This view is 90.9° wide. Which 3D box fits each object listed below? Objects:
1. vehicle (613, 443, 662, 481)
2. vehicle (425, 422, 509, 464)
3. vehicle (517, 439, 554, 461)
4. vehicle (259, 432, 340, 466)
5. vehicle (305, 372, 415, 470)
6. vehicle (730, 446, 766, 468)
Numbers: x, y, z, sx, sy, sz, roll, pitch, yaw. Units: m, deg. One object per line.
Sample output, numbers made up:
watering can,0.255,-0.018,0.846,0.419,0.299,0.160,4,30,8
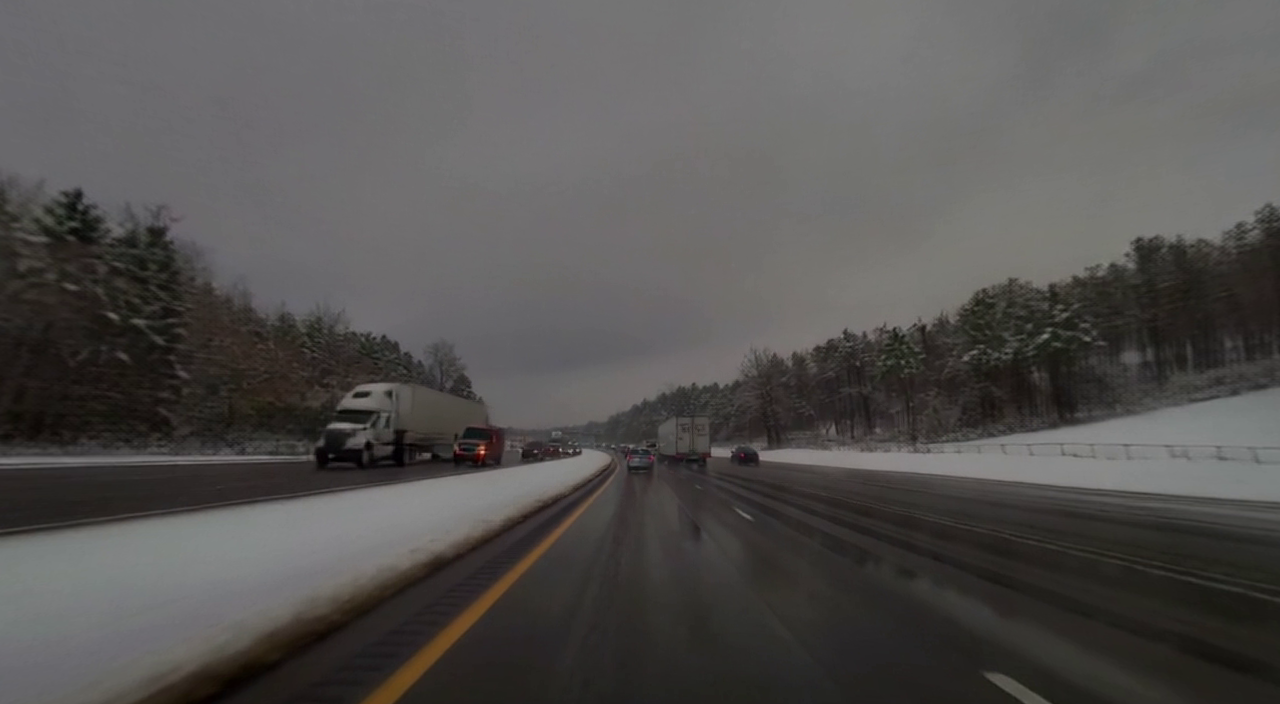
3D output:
vehicle,-0.138,4.998,28.875,2.111,1.599,3.859,0,-9,-1
vehicle,-7.984,4.322,29.801,2.382,1.802,5.288,0,-9,1
vehicle,-7.414,6.991,44.987,1.928,1.473,4.170,0,-9,0
vehicle,-18.155,5.213,33.847,2.052,1.652,4.093,0,-9,0
vehicle,-11.969,3.053,27.329,3.011,3.951,3.378,0,-9,0
vehicle,8.472,8.260,49.656,1.902,1.652,3.995,0,-9,-3
